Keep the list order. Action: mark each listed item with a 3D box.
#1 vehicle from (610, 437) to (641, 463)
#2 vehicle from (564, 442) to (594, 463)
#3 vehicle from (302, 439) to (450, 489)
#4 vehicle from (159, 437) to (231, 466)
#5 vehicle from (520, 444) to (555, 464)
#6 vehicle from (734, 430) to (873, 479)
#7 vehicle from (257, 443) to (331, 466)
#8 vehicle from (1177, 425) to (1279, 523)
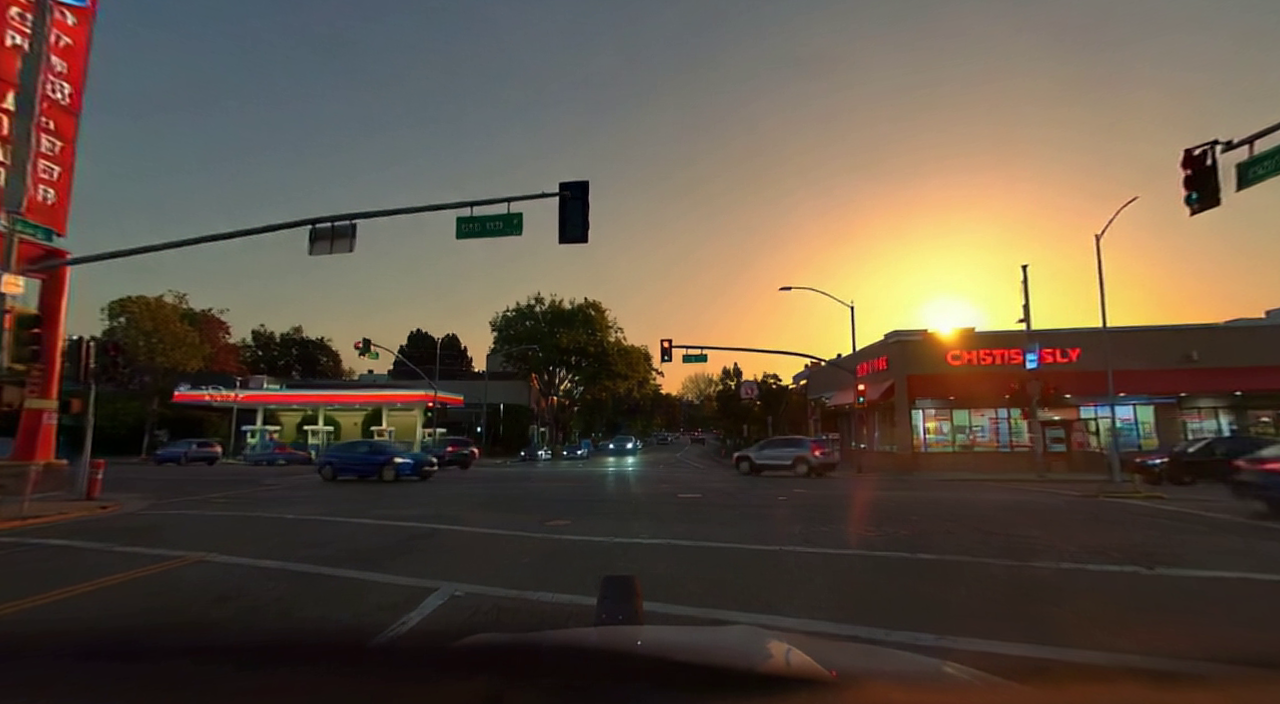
[{"bbox_3d":[-1.118,7.125,46.038,2.083,1.764,5.011,0,-9,-3],"label":"vehicle"},{"bbox_3d":[-4.596,7.655,48.143,2.003,1.481,4.091,0,-9,-2],"label":"vehicle"},{"bbox_3d":[-8.654,3.606,20.611,4.670,1.458,1.959,-5,-10,30],"label":"vehicle"},{"bbox_3d":[-28.632,6.384,40.629,4.311,1.742,1.864,-5,-10,27],"label":"vehicle"},{"bbox_3d":[-7.939,7.893,49.136,2.079,1.491,4.045,0,-9,-1],"label":"vehicle"},{"bbox_3d":[5.959,3.733,23.127,4.568,1.643,1.911,-4,-10,26],"label":"vehicle"},{"bbox_3d":[-22.864,6.761,41.687,4.801,1.466,1.830,-5,-10,27],"label":"vehicle"},{"bbox_3d":[11.761,1.879,9.799,4.806,1.482,1.862,-5,-10,26],"label":"vehicle"}]
